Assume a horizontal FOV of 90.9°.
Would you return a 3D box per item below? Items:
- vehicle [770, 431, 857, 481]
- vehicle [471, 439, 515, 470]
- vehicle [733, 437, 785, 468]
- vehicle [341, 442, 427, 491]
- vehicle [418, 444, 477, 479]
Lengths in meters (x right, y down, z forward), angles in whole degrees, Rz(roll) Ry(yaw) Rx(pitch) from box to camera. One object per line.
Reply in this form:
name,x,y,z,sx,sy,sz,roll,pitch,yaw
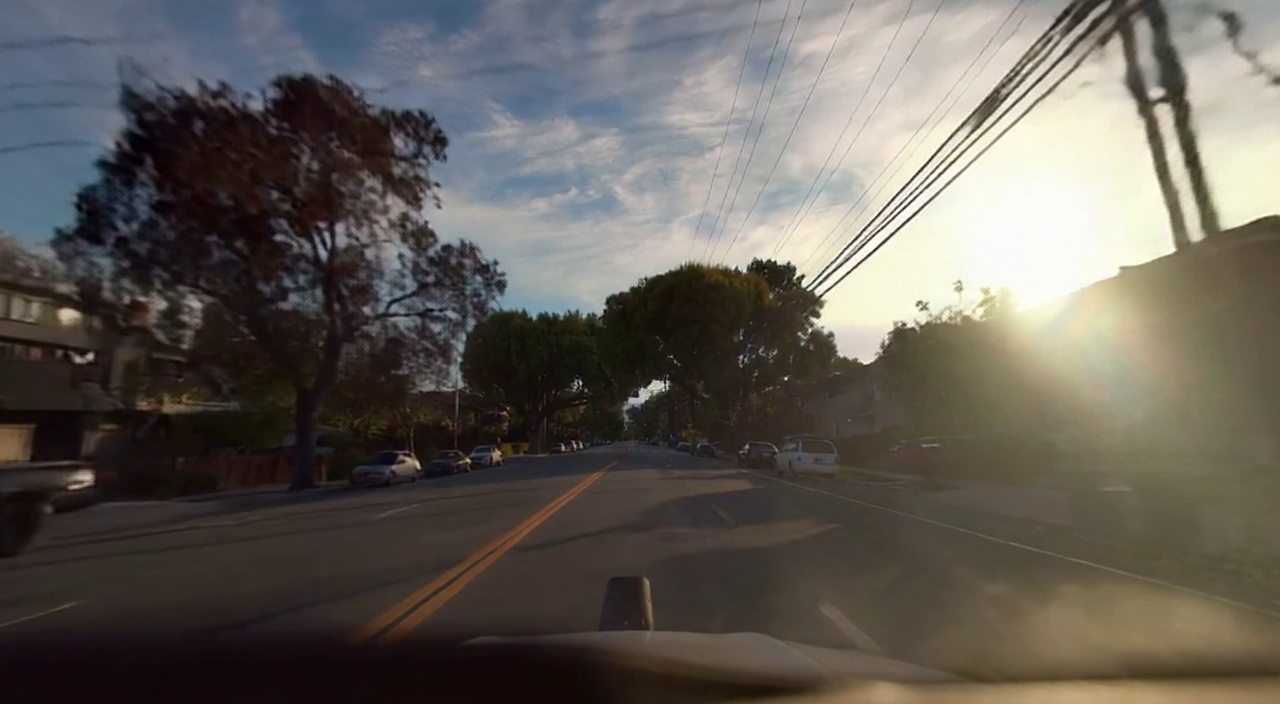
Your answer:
vehicle,6.911,4.193,25.663,2.128,1.823,4.834,0,-8,0
vehicle,-10.214,7.106,44.001,1.984,1.762,4.266,-3,-6,0
vehicle,6.947,5.922,37.330,2.194,1.741,4.800,0,-8,1
vehicle,-10.295,4.572,25.697,1.974,1.696,4.336,-2,-8,-4
vehicle,-10.396,5.906,34.339,1.932,1.472,4.516,-3,-6,-2
